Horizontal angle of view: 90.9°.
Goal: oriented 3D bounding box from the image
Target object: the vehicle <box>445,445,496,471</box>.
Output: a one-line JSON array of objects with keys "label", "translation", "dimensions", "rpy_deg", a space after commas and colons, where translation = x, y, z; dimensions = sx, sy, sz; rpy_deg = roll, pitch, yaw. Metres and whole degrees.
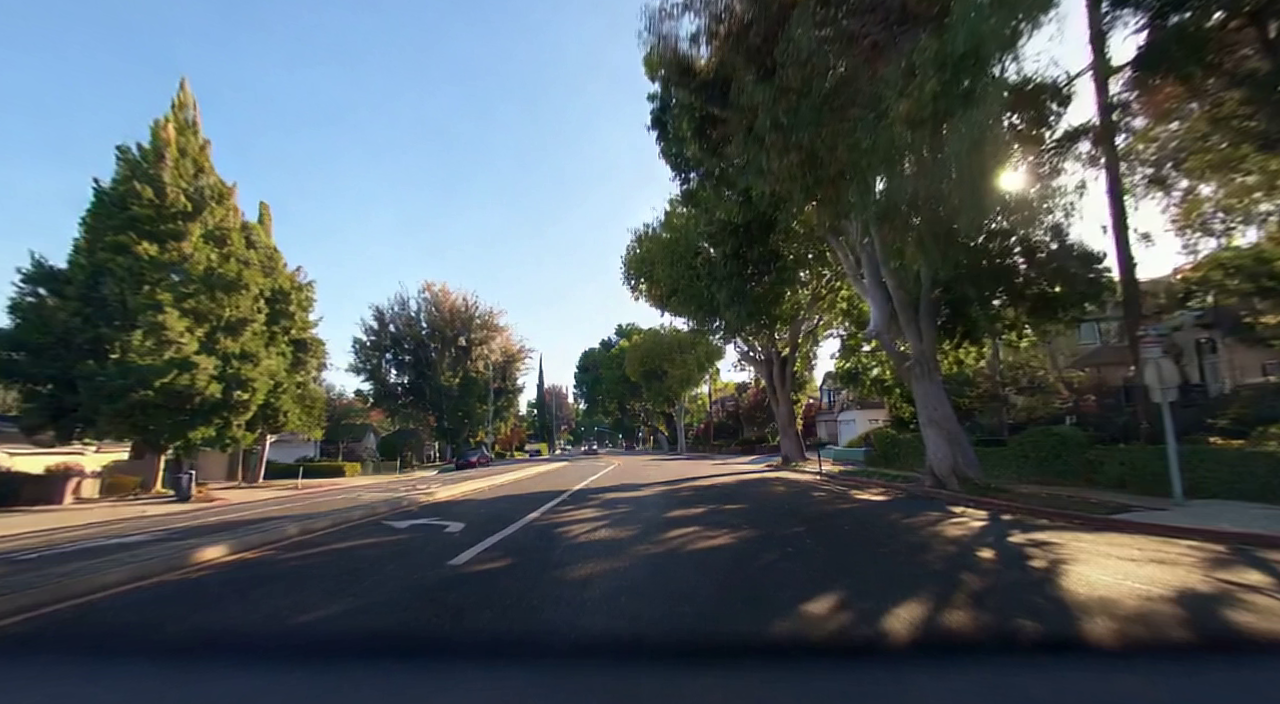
[{"label": "vehicle", "translation": [-12.036, 7.542, 45.177], "dimensions": [2.066, 1.681, 5.292], "rpy_deg": [-1, -8, 2]}]
